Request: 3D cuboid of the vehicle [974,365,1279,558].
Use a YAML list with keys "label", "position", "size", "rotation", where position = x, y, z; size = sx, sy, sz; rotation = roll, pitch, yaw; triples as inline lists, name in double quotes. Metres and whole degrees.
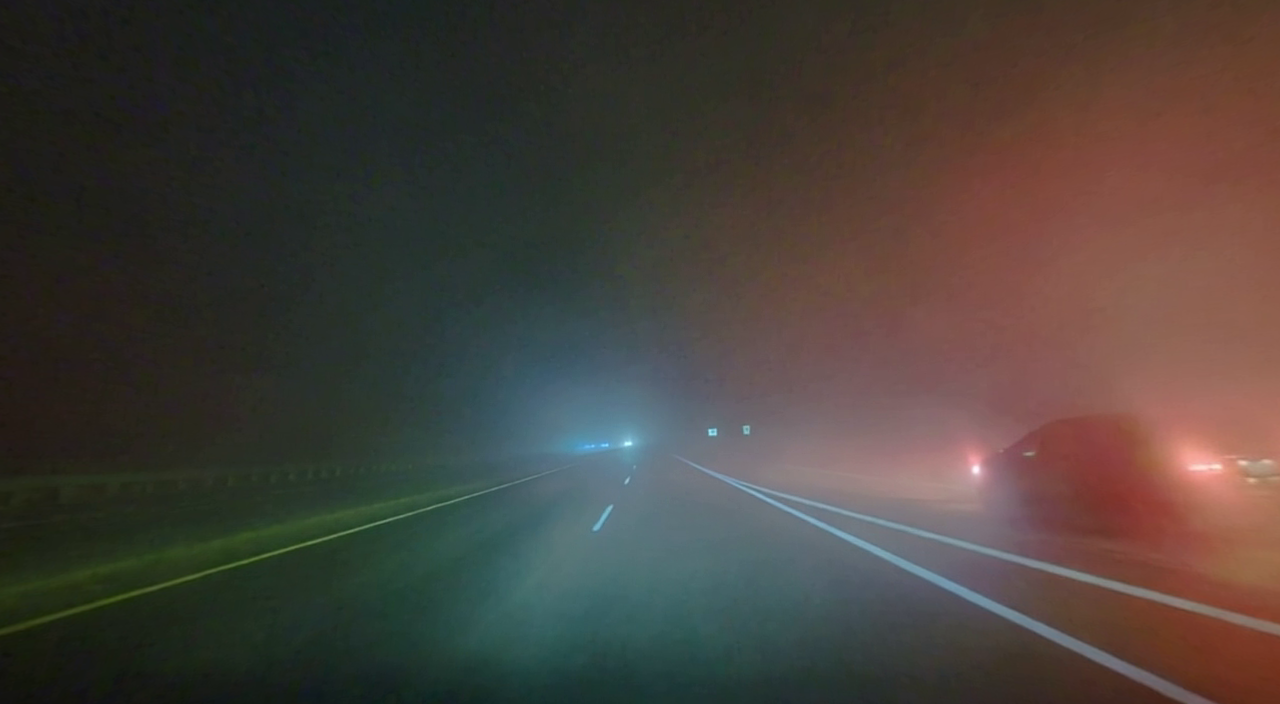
- label: "vehicle"
  position: [7.400, 1.431, 8.722]
  size: [2.328, 1.916, 5.227]
  rotation: [0, -8, -5]
